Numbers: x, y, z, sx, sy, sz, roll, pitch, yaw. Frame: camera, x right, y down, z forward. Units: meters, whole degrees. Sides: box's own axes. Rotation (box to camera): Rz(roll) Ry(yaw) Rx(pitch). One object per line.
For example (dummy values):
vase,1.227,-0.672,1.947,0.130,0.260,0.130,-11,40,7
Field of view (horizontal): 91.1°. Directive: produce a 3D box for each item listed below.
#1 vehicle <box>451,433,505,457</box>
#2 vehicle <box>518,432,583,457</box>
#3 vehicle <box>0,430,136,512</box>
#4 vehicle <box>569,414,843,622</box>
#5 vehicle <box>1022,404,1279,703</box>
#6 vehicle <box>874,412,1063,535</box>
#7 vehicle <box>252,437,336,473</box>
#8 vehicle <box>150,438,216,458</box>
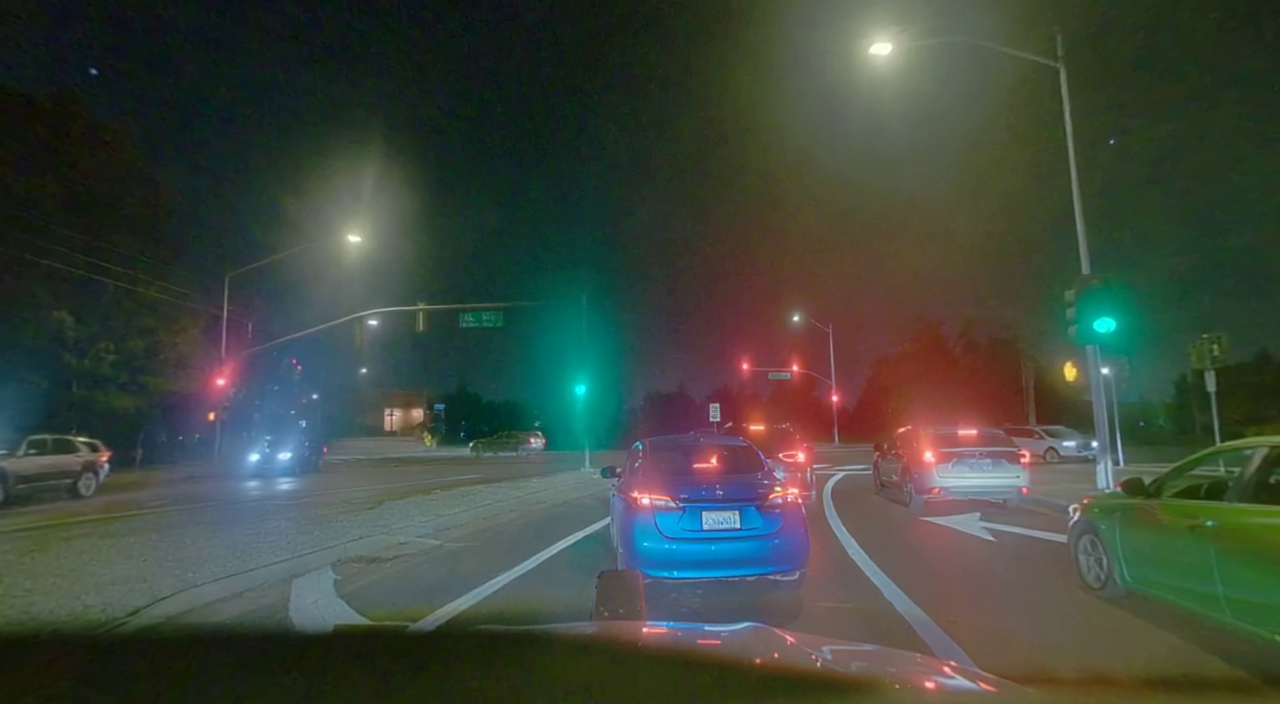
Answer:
vehicle,-12.478,7.126,48.186,1.972,1.705,4.457,8,-11,-44
vehicle,-5.979,6.112,41.547,1.932,1.573,4.509,8,-12,-44
vehicle,-13.307,2.492,13.584,1.948,1.532,4.102,2,-8,-11
vehicle,0.856,1.500,6.698,2.052,1.483,3.928,-2,-8,12
vehicle,4.239,1.059,3.380,1.954,1.508,4.441,-1,-8,7
vehicle,5.527,2.050,11.281,2.102,1.717,4.373,-2,-9,16
vehicle,-15.261,4.544,27.993,1.976,1.458,4.645,2,-8,-13
vehicle,-35.377,7.441,48.640,1.652,1.433,3.733,-7,-11,40
